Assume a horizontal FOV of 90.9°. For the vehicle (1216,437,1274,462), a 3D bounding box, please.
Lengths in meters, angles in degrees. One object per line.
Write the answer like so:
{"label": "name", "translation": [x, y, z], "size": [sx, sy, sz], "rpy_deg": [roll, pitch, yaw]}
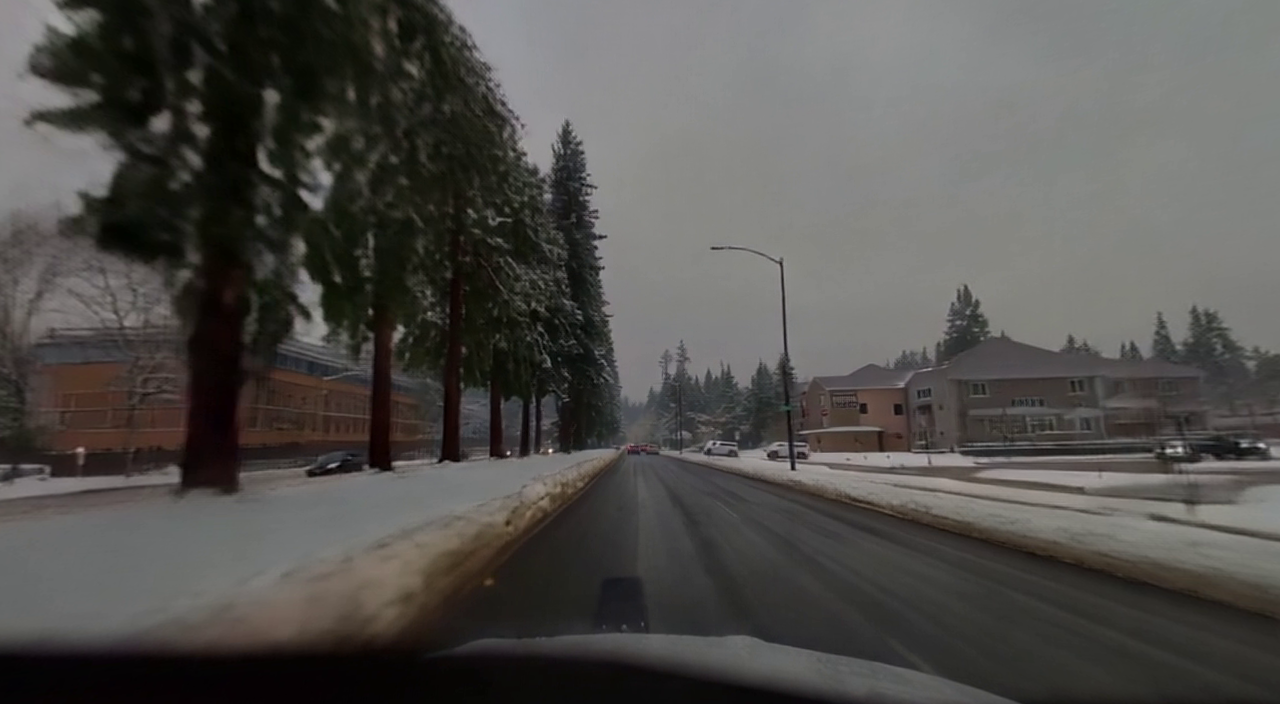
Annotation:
{"label": "vehicle", "translation": [43.572, 7.023, 45.475], "size": [1.860, 1.655, 4.278], "rpy_deg": [-5, -10, 29]}

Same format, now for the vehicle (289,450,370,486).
{"label": "vehicle", "translation": [-14.963, 5.581, 30.611], "size": [1.879, 1.544, 4.144], "rpy_deg": [0, -8, -1]}

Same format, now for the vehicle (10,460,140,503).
{"label": "vehicle", "translation": [-25.027, 5.711, 28.164], "size": [1.864, 1.640, 4.217], "rpy_deg": [0, -8, 0]}

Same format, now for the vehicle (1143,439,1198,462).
{"label": "vehicle", "translation": [37.135, 6.903, 44.260], "size": [1.919, 1.474, 4.533], "rpy_deg": [-4, -10, 27]}
